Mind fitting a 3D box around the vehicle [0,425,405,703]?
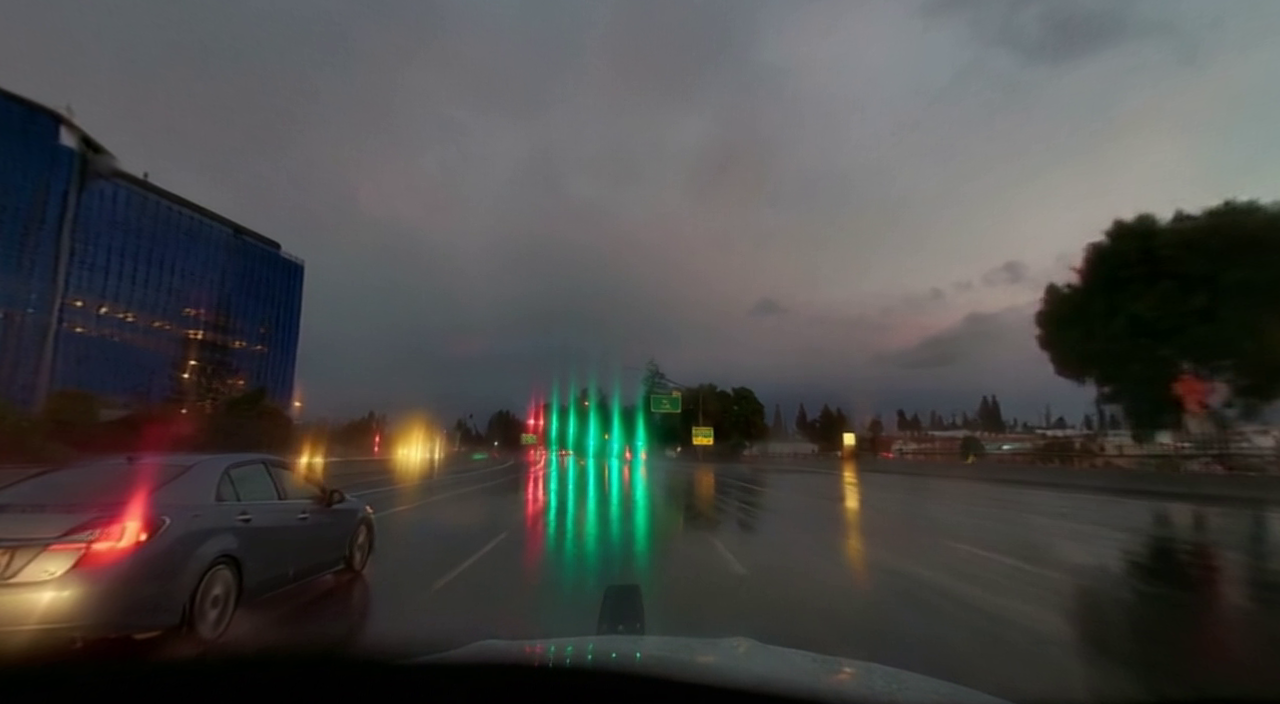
[{"bbox_3d":[-3.840,1.437,5.402,2.018,1.476,4.364,0,-8,-1],"label":"vehicle"}]
